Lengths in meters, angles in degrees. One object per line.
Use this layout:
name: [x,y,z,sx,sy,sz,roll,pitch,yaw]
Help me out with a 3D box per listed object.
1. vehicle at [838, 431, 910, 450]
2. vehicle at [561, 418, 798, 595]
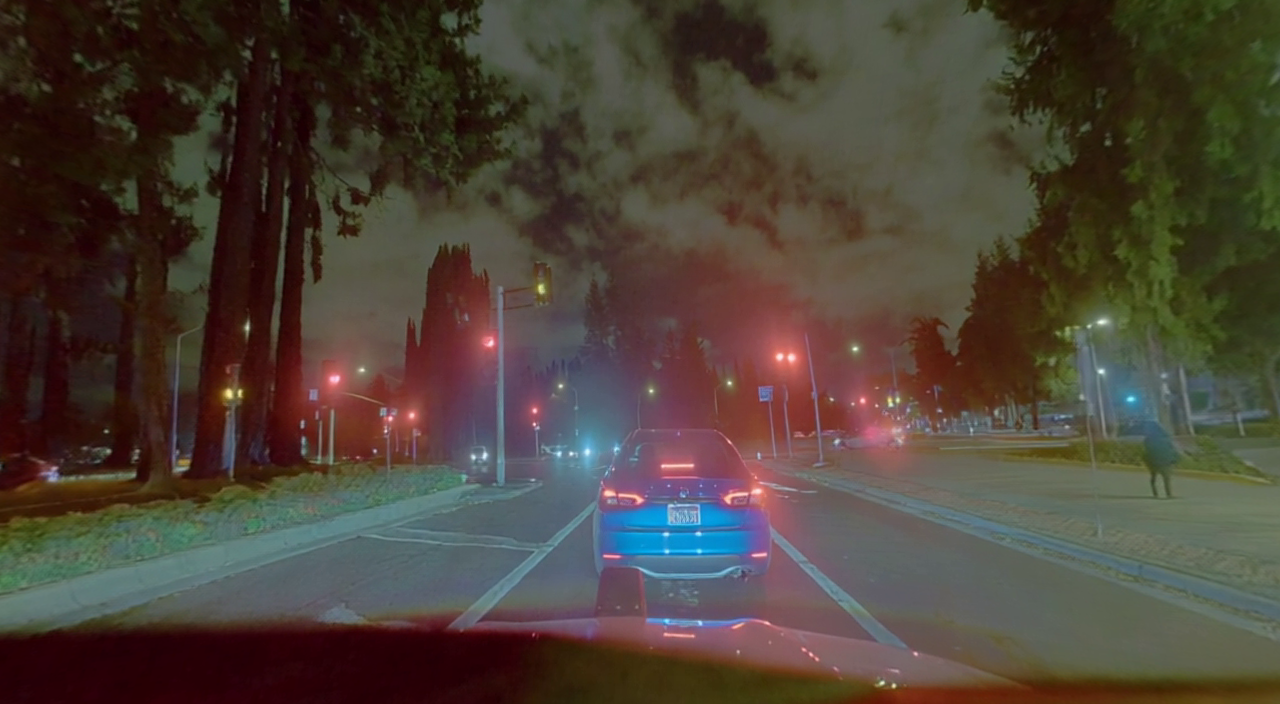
vehicle: [18.169,6.910,49.265,4.830,1.461,1.883,-1,-9,3]
vehicle: [0.370,1.615,7.403,2.035,1.499,3.799,0,-8,1]
